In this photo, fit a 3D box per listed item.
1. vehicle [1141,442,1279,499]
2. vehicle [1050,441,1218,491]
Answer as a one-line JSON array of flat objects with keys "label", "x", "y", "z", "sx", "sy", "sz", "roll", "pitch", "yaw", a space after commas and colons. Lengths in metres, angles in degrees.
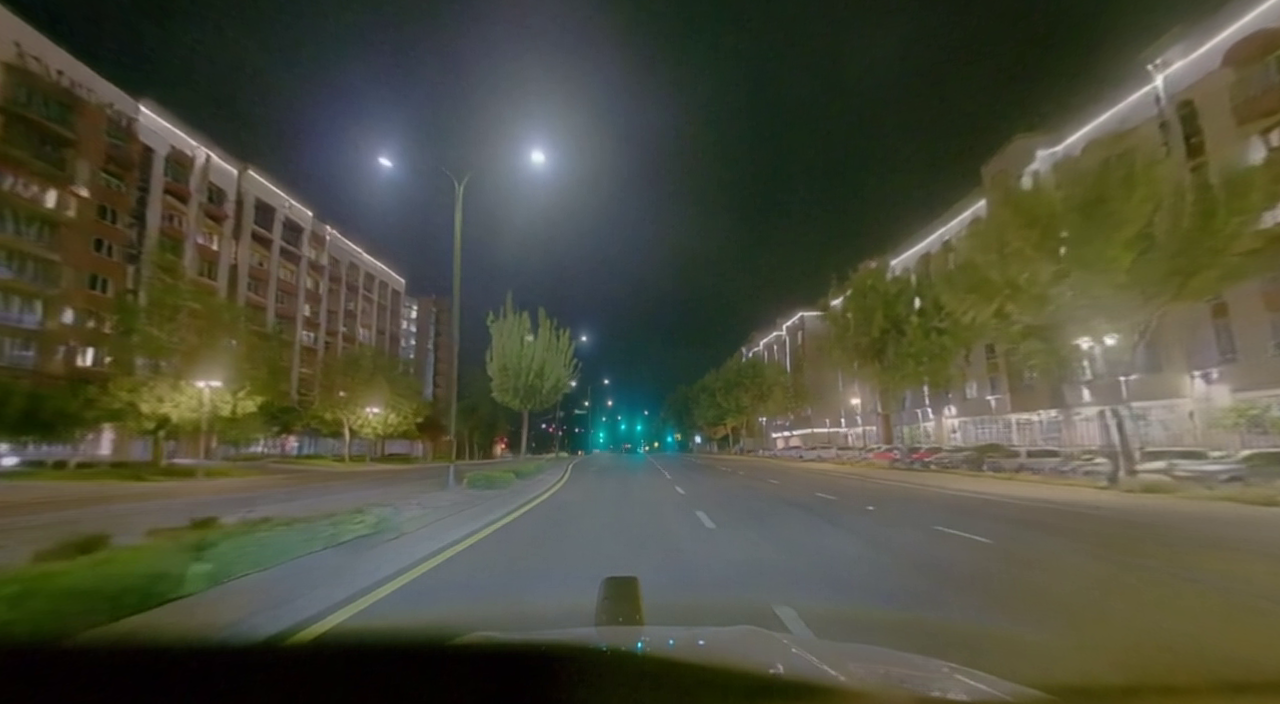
[{"label": "vehicle", "x": 17.159, "y": 3.368, "z": 18.329, "sx": 4.112, "sy": 1.474, "sz": 2.112, "roll": 3, "pitch": -9, "yaw": -20}, {"label": "vehicle", "x": 16.410, "y": 3.748, "z": 21.064, "sx": 4.304, "sy": 1.511, "sz": 2.143, "roll": 2, "pitch": -9, "yaw": -16}]
